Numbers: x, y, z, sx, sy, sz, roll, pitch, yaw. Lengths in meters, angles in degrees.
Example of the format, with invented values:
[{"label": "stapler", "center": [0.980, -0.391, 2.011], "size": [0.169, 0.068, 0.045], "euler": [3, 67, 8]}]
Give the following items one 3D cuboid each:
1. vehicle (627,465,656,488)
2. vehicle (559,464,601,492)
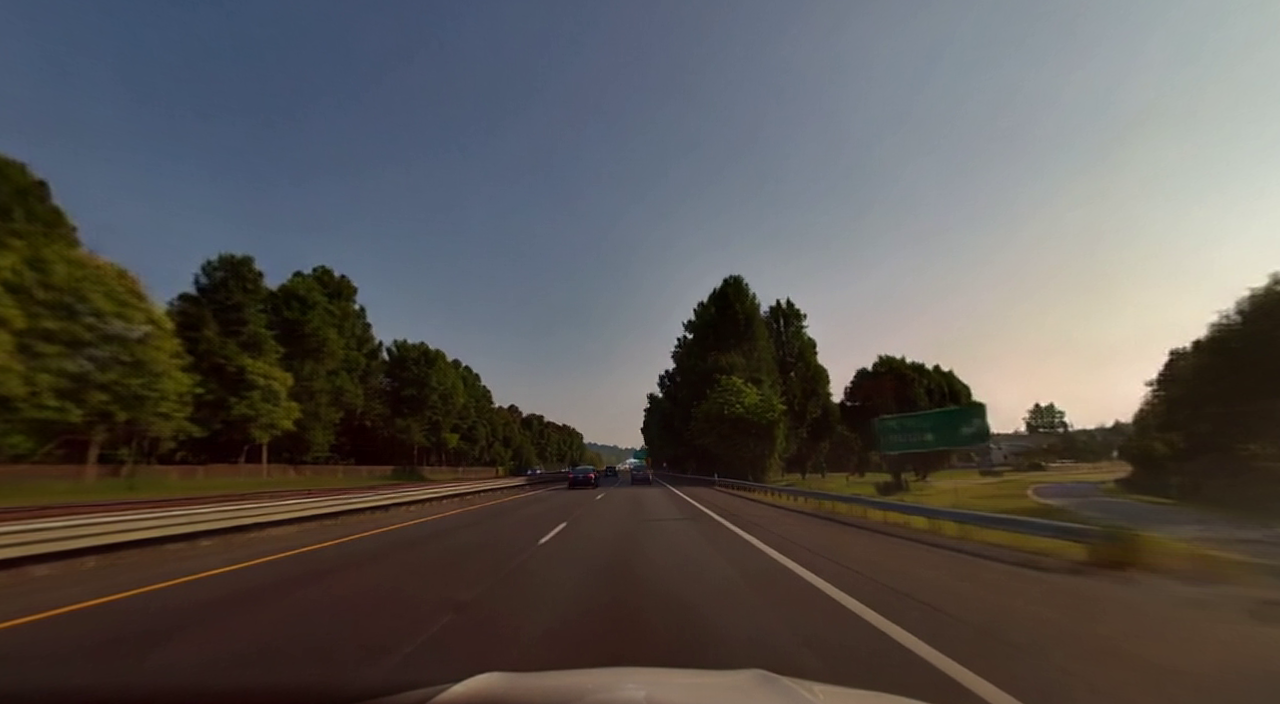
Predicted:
[{"label": "vehicle", "center": [0.111, 9.105, 46.115], "size": [2.065, 1.596, 3.869], "euler": [1, -11, 0]}, {"label": "vehicle", "center": [-3.589, 7.679, 38.493], "size": [2.047, 1.523, 4.279], "euler": [1, -11, 1]}]
